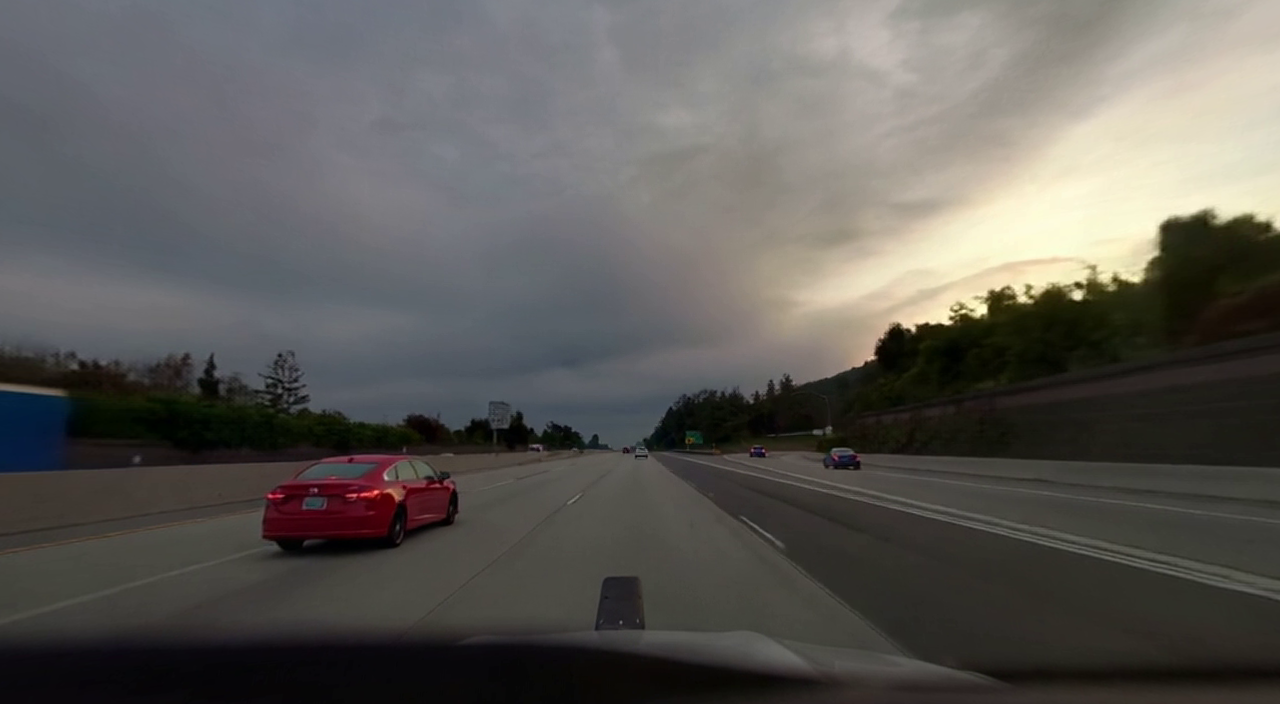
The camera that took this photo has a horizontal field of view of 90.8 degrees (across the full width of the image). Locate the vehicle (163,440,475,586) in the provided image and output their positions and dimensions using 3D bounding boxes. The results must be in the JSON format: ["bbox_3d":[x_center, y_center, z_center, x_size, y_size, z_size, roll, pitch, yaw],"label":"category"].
[{"bbox_3d":[-3.836,1.976,8.688,1.873,1.438,4.546,-1,-9,1],"label":"vehicle"}]

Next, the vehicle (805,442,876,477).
[{"bbox_3d":[9.247,5.008,29.546,1.884,1.485,4.600,-1,-9,1],"label":"vehicle"}]
